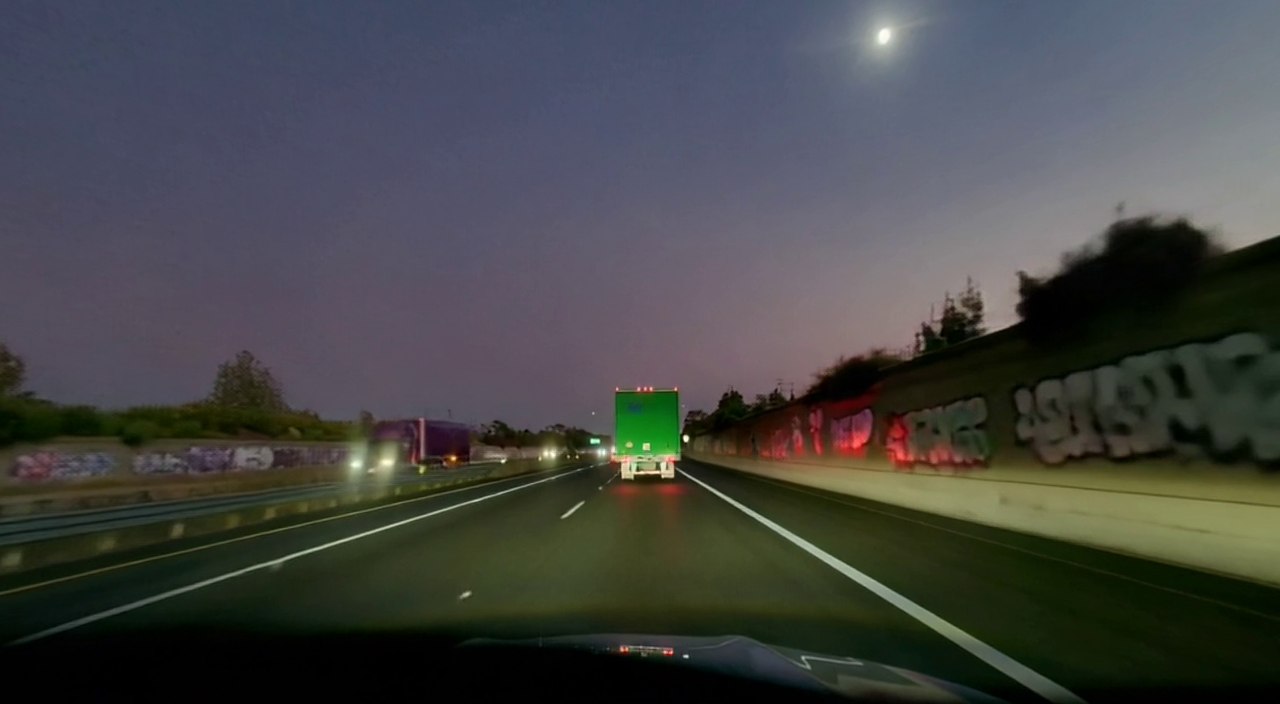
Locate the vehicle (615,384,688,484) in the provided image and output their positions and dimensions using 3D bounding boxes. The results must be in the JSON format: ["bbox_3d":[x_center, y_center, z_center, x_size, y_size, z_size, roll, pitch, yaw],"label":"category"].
[{"bbox_3d":[0.344,4.053,30.261,2.900,3.955,10.151,0,-9,-1],"label":"vehicle"}]

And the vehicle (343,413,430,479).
[{"bbox_3d":[-16.331,6.123,41.089,2.980,3.948,5.804,0,-9,2],"label":"vehicle"}]
